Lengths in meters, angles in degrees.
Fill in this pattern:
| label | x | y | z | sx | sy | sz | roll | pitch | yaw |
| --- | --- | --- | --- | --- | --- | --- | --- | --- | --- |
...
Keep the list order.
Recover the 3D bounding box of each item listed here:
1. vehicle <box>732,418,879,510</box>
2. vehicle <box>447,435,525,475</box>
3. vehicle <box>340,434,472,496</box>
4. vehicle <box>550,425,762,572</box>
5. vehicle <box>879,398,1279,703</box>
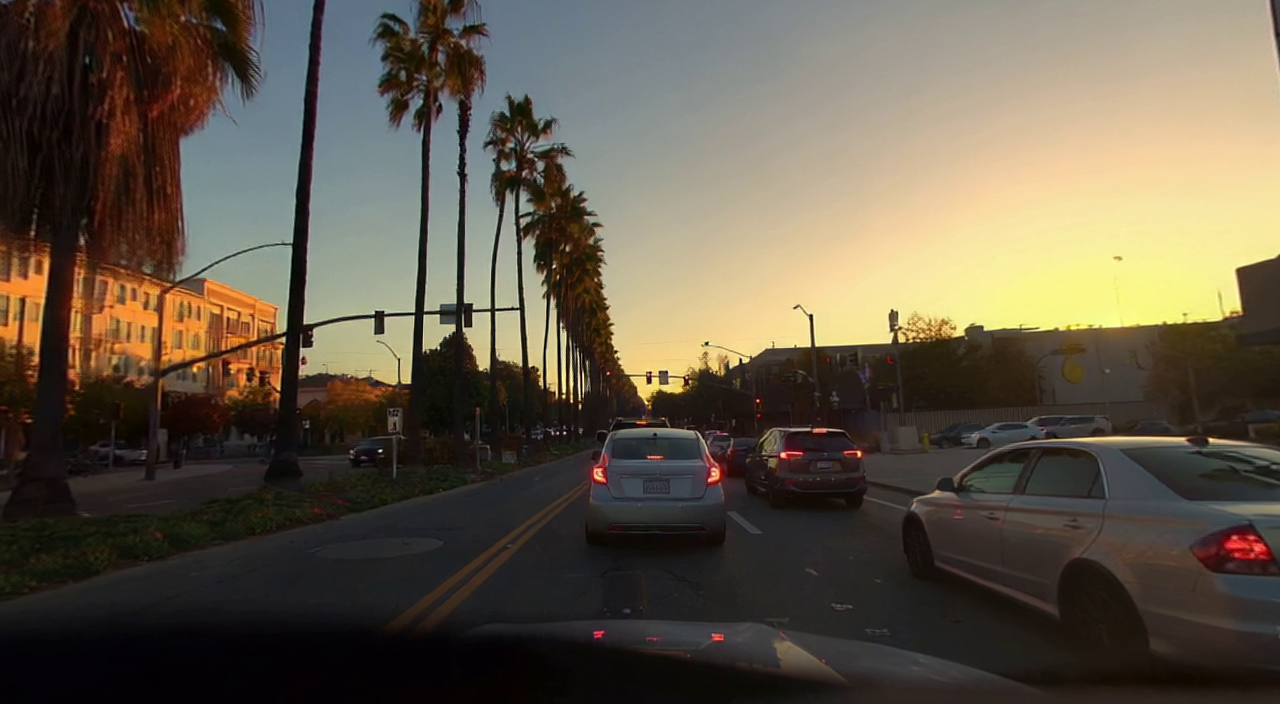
| label | x | y | z | sx | sy | sz | roll | pitch | yaw |
| --- | --- | --- | --- | --- | --- | --- | --- | --- | --- |
| vehicle | 3.501 | 2.470 | 14.300 | 2.169 | 1.751 | 4.276 | 0 | -8 | 0 |
| vehicle | -6.033 | 4.089 | 25.211 | 1.822 | 1.456 | 4.396 | -1 | -8 | 2 |
| vehicle | -6.246 | 3.048 | 17.390 | 1.900 | 1.487 | 4.165 | 0 | -8 | 2 |
| vehicle | 0.179 | 1.785 | 8.453 | 2.140 | 1.474 | 4.026 | 0 | -8 | 1 |
| vehicle | 3.542 | 1.223 | 4.470 | 1.910 | 1.490 | 4.661 | 0 | -8 | 1 |
